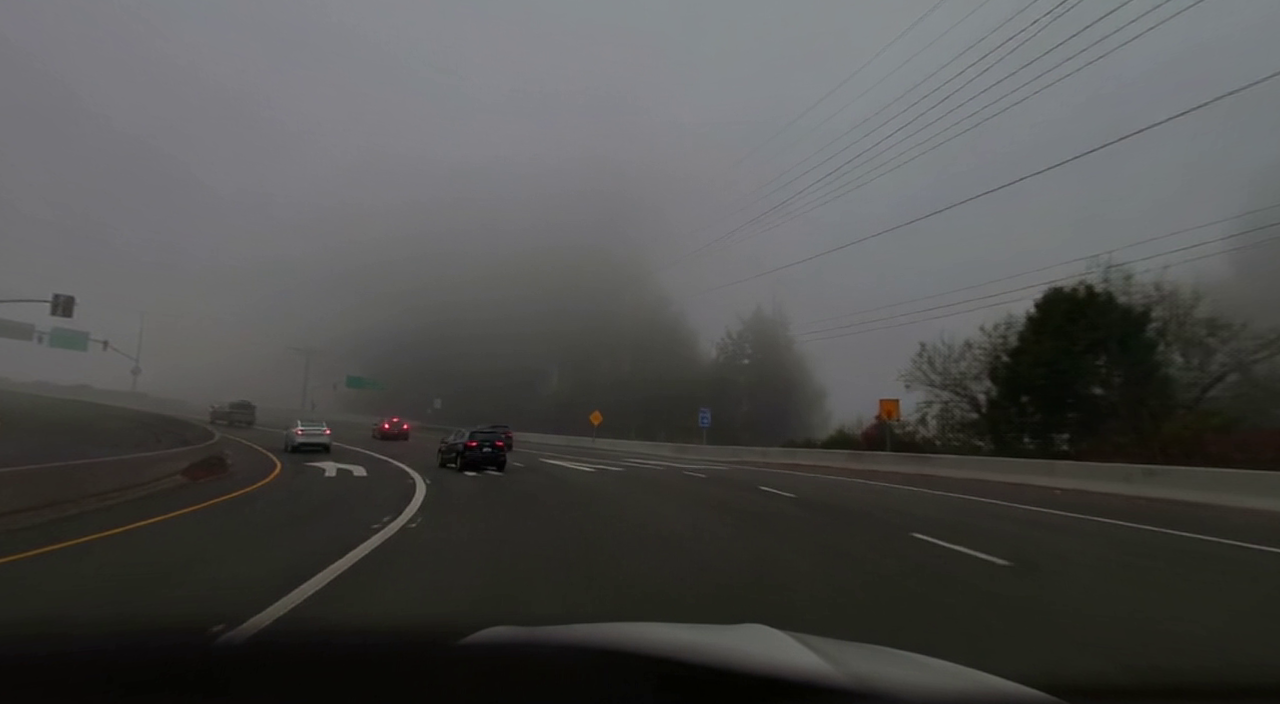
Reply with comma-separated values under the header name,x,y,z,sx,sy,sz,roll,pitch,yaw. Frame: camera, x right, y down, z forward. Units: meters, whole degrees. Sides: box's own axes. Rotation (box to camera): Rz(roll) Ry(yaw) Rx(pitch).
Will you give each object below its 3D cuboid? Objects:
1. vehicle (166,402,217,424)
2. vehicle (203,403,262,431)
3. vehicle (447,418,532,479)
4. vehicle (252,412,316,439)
name,x,y,z,sx,sy,sz,roll,pitch,yaw
vehicle,-34.401,4.704,48.355,4.459,1.486,1.763,-7,-11,36
vehicle,-28.559,4.619,44.125,4.285,1.747,2.076,-7,-11,38
vehicle,-4.970,3.124,20.427,2.140,1.724,4.304,3,-9,-20
vehicle,-21.922,4.564,38.718,4.623,1.501,2.033,-8,-12,43
